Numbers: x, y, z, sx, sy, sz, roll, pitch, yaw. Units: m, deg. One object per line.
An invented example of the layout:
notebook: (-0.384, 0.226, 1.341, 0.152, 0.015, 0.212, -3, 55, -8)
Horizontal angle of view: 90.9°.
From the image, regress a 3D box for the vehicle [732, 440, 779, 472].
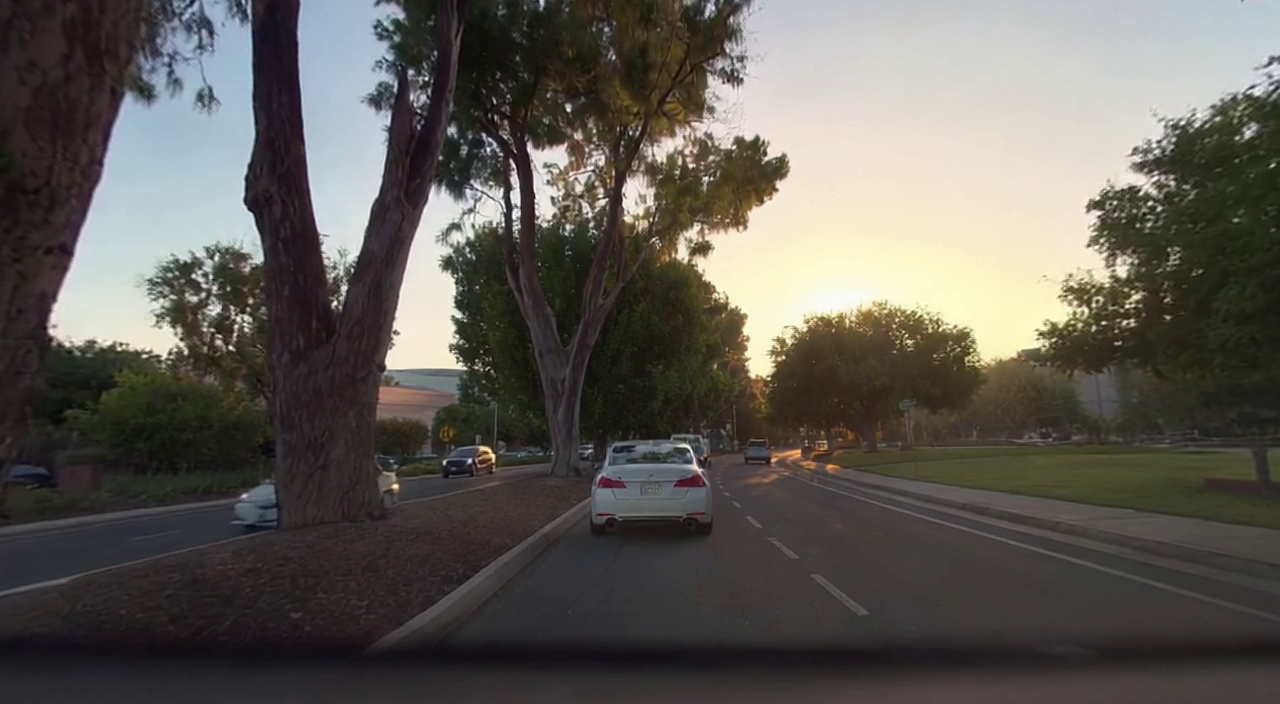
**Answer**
vehicle: (5.727, 5.215, 31.818, 1.984, 1.507, 4.359, -1, -8, 6)

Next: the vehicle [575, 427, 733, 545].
vehicle: (0.227, 2.134, 10.694, 2.154, 1.585, 3.997, -1, -8, 1)

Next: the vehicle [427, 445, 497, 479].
vehicle: (-9.646, 5.984, 34.553, 2.068, 1.688, 4.665, -1, -8, 6)

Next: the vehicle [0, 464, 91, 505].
vehicle: (-27.167, 5.810, 27.789, 4.256, 1.633, 1.940, -1, -8, 6)

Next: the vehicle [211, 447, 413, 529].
vehicle: (-6.914, 2.877, 13.976, 1.929, 1.463, 4.405, -1, -8, 3)
